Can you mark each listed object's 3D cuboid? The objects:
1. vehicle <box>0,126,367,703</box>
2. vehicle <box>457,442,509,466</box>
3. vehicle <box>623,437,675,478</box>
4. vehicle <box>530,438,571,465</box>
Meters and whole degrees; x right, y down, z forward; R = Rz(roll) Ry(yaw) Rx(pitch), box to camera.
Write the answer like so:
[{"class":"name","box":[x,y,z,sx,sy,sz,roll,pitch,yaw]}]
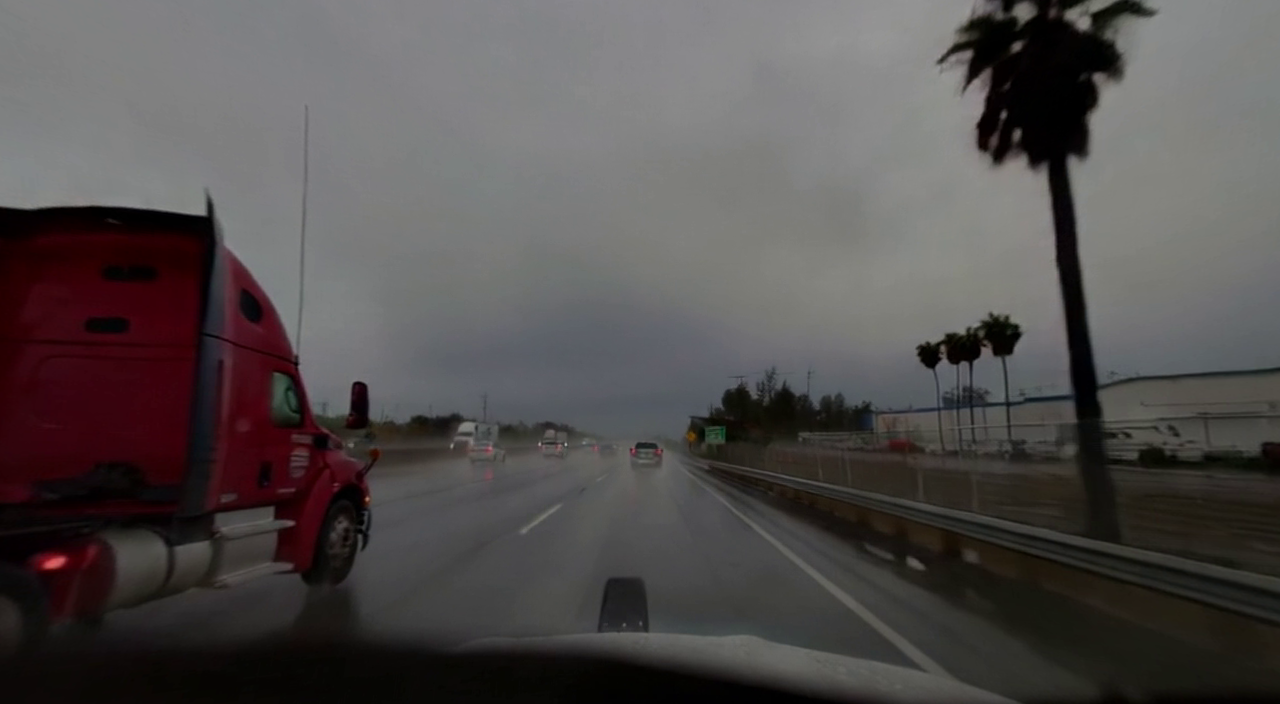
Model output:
[{"class":"vehicle","box":[-3.468,0.395,1.796,2.693,2.348,5.694,0,-8,1]},{"class":"vehicle","box":[-10.162,6.616,41.165,1.910,1.501,5.004,0,-8,2]},{"class":"vehicle","box":[0.407,4.638,28.007,2.136,1.678,4.052,0,-8,1]},{"class":"vehicle","box":[-6.259,7.038,44.719,2.105,1.790,4.689,0,-8,2]}]
